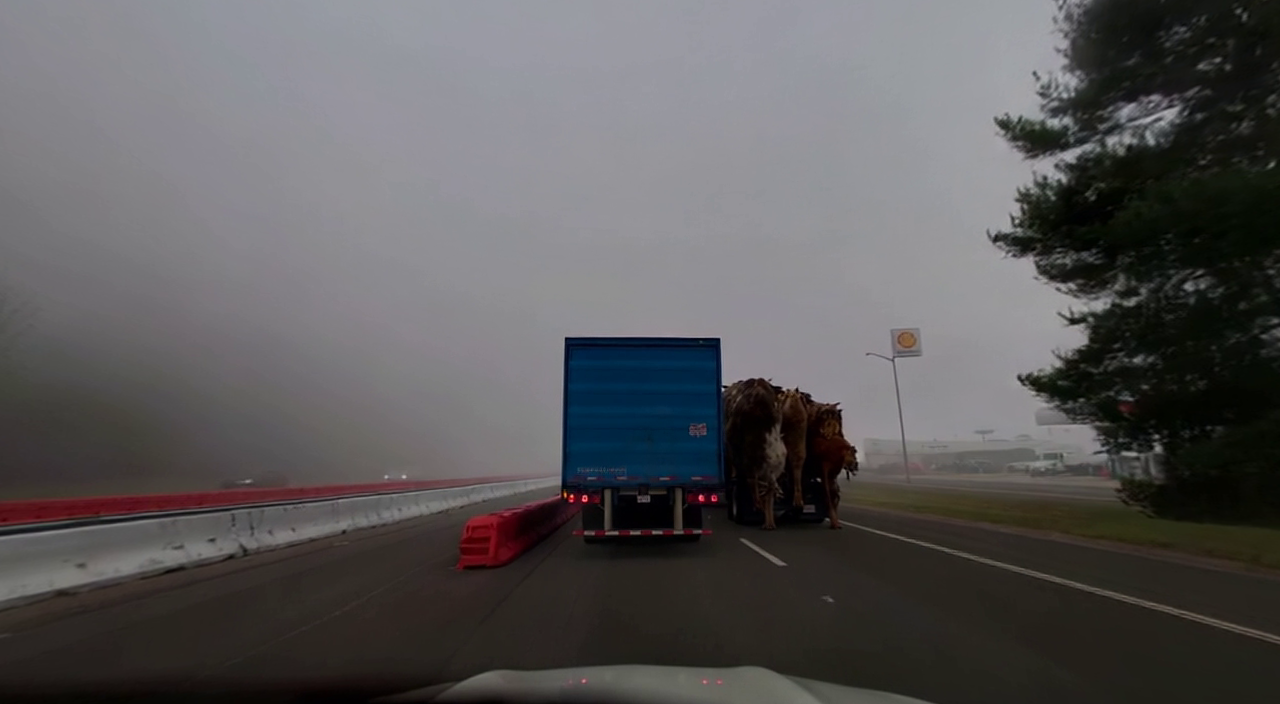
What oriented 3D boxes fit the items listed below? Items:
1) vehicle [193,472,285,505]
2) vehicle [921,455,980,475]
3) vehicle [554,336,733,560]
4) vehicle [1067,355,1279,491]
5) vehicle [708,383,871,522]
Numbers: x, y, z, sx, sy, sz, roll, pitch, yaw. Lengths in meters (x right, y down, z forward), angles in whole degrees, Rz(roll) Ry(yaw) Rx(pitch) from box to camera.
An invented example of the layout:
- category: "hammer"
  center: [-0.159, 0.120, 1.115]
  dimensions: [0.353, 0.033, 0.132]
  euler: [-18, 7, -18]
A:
- category: "vehicle"
  center: [-20.885, 7.097, 33.051]
  dimensions: [1.890, 1.520, 4.342]
  euler: [1, -10, 0]
- category: "vehicle"
  center: [24.503, 8.977, 49.932]
  dimensions: [1.762, 1.470, 4.485]
  euler: [3, -11, -11]
- category: "vehicle"
  center: [0.025, 2.172, 13.748]
  dimensions: [2.618, 3.306, 8.676]
  euler: [1, -10, 0]
- category: "vehicle"
  center: [20.833, 2.632, 21.687]
  dimensions: [2.771, 4.075, 13.513]
  euler: [1, -10, 0]
- category: "vehicle"
  center: [4.455, 3.495, 21.477]
  dimensions: [2.936, 3.640, 9.443]
  euler: [1, -10, -2]
